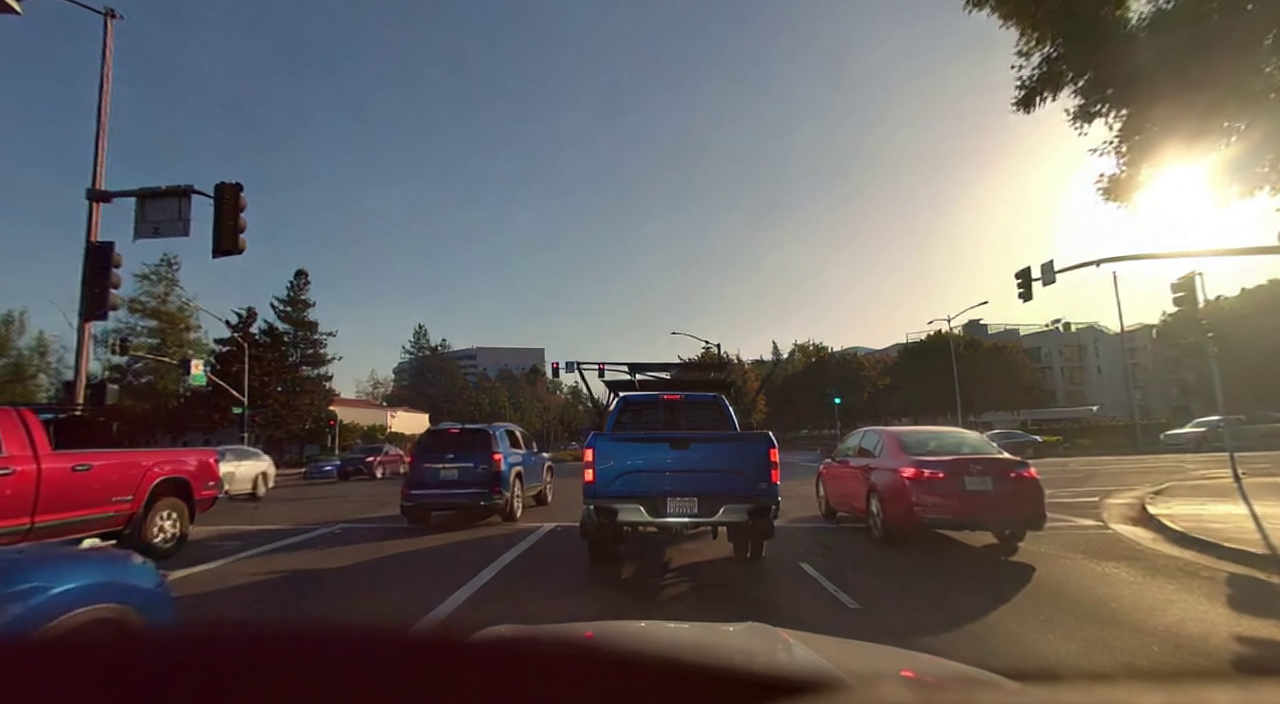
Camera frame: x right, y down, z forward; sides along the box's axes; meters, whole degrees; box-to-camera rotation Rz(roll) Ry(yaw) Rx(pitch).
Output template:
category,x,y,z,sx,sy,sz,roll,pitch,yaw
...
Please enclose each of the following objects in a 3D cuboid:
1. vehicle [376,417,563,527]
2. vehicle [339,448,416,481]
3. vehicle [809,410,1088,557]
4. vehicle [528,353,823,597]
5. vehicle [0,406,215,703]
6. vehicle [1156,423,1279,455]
category,x,y,z,sx,sy,sz,roll,pitch,yaw
vehicle,-3.034,2.265,12.514,2.125,1.739,4.707,0,-8,4
vehicle,-12.842,5.500,31.188,1.834,1.463,4.597,0,-8,0
vehicle,4.095,1.816,9.358,1.984,1.659,4.226,0,-8,0
vehicle,0.358,1.392,7.862,2.505,2.084,4.768,0,-8,1
vehicle,-3.372,0.763,1.073,1.998,1.481,4.656,0,-8,1
vehicle,27.795,4.156,30.062,4.681,1.458,1.908,0,-8,-1
